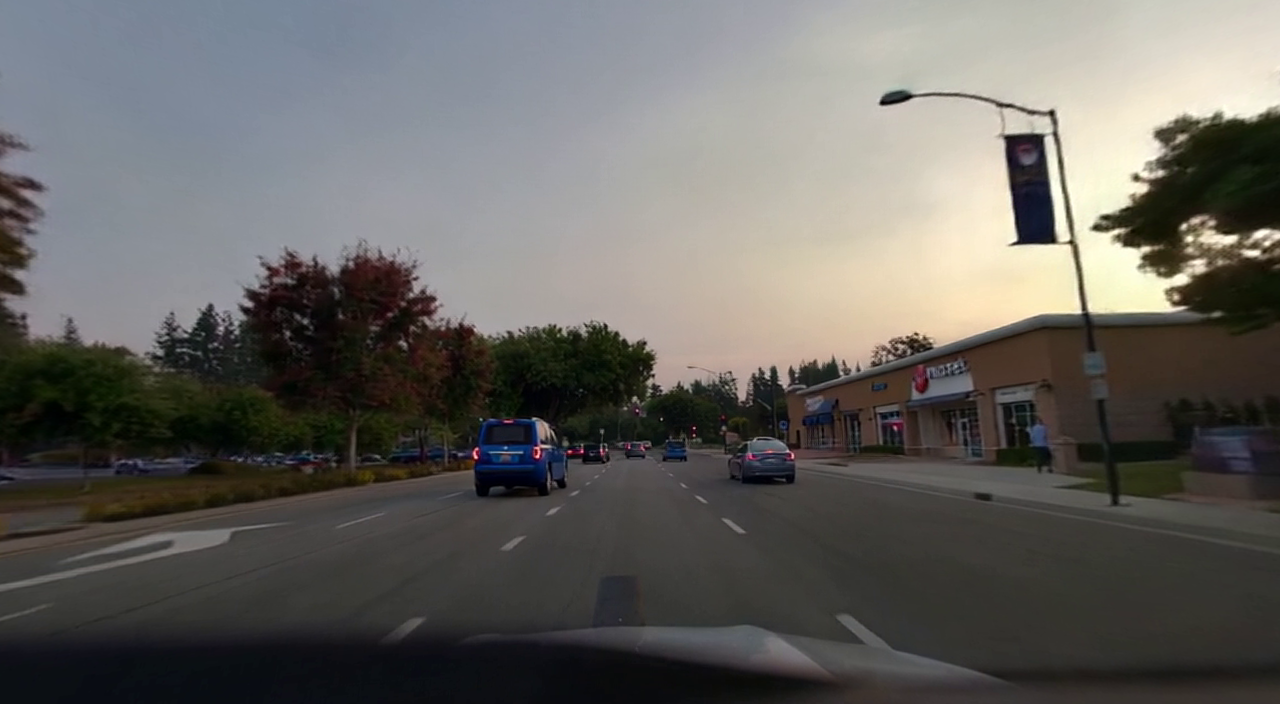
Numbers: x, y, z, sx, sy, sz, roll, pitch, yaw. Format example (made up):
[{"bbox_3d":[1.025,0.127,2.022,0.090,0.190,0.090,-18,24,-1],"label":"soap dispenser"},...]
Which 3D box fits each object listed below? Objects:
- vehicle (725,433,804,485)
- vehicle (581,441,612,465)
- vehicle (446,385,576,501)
[{"bbox_3d":[4.319,3.788,22.629,1.869,1.646,4.166,0,-9,-2],"label":"vehicle"},{"bbox_3d":[-3.369,7.879,49.314,2.030,1.724,4.365,0,-9,1],"label":"vehicle"},{"bbox_3d":[-3.416,2.641,18.291,2.443,2.784,5.862,0,-9,1],"label":"vehicle"}]
